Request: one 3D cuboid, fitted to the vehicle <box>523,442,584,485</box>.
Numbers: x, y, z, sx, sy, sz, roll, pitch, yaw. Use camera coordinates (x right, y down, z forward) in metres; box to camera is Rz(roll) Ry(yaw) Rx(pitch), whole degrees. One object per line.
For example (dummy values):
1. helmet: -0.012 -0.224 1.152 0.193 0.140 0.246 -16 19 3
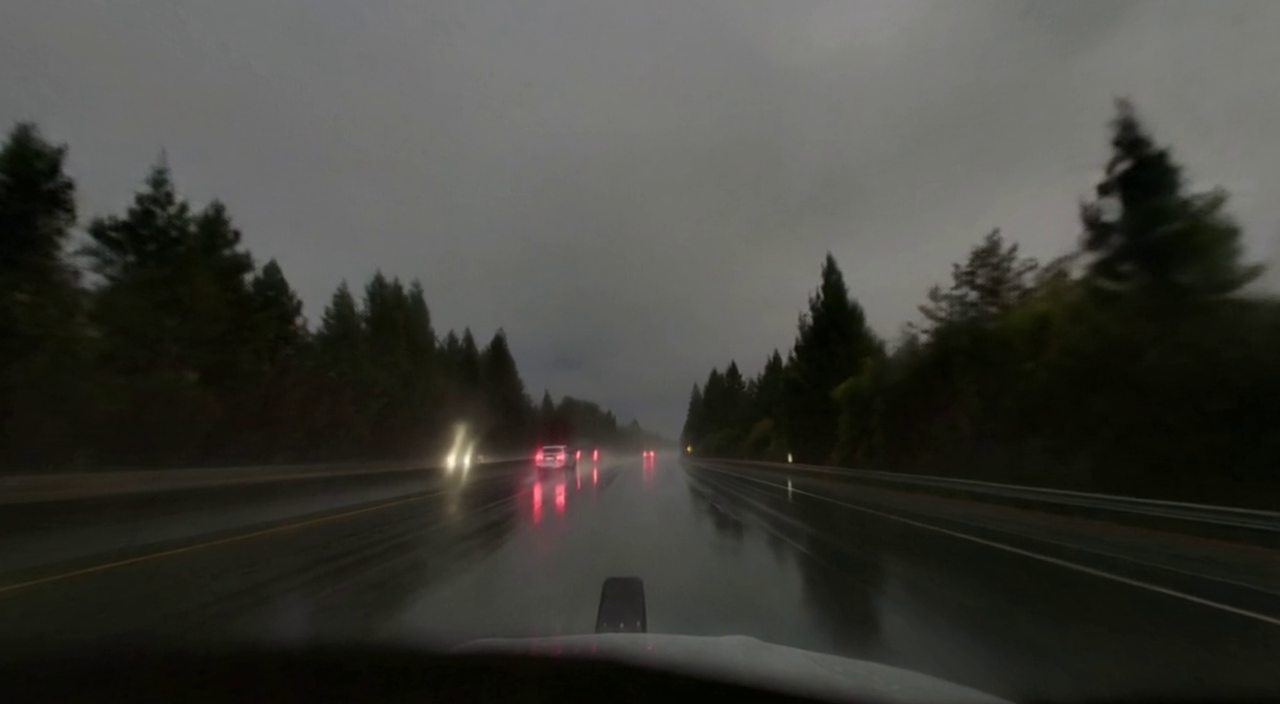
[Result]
1. vehicle: -3.378 4.447 25.410 1.846 1.600 4.108 0 -9 1
